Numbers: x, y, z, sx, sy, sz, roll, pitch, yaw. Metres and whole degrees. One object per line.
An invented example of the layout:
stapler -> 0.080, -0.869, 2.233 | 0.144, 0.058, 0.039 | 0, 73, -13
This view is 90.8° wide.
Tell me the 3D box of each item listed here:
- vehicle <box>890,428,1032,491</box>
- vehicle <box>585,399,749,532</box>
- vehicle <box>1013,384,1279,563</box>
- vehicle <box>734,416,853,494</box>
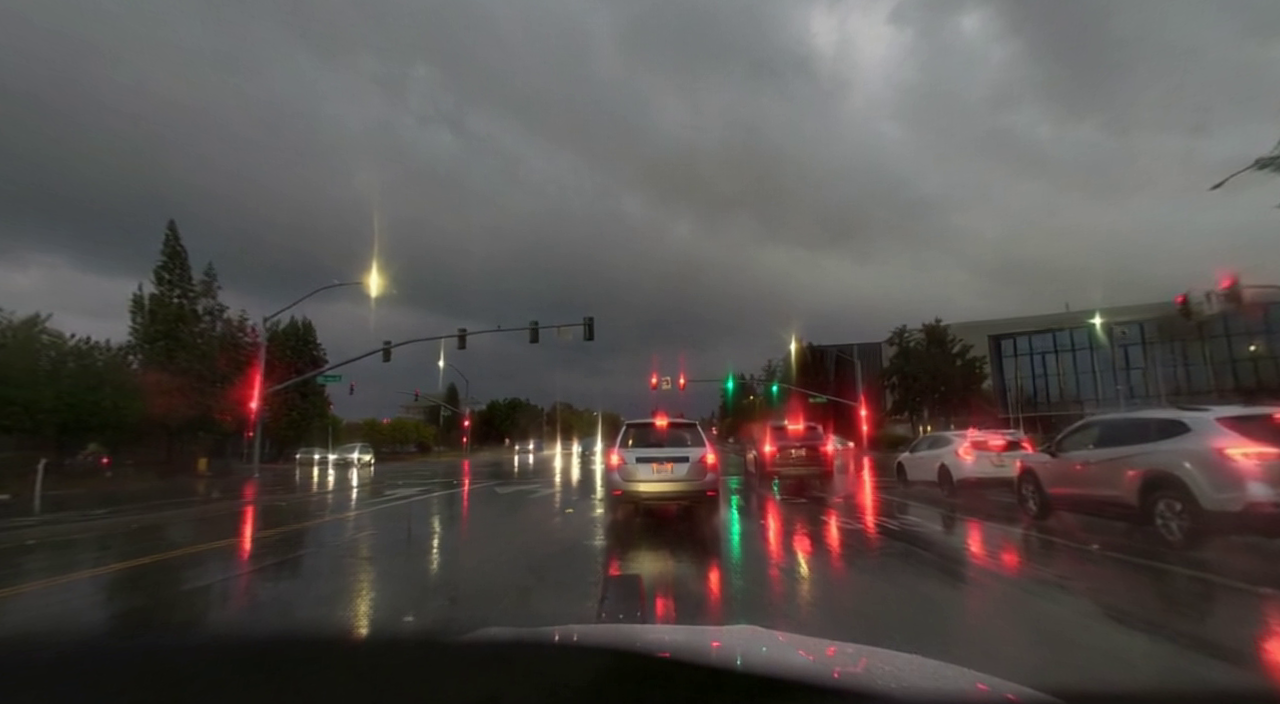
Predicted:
vehicle -> 8.451, 2.874, 17.130 | 1.862, 1.471, 4.297 | -1, -9, 4
vehicle -> 0.368, 1.859, 10.743 | 2.211, 1.795, 4.179 | 0, -9, 0
vehicle -> 7.428, 1.533, 8.580 | 2.074, 1.791, 4.393 | 0, -9, 1
vehicle -> 3.920, 2.748, 17.070 | 2.188, 1.774, 4.646 | -1, -9, 2
